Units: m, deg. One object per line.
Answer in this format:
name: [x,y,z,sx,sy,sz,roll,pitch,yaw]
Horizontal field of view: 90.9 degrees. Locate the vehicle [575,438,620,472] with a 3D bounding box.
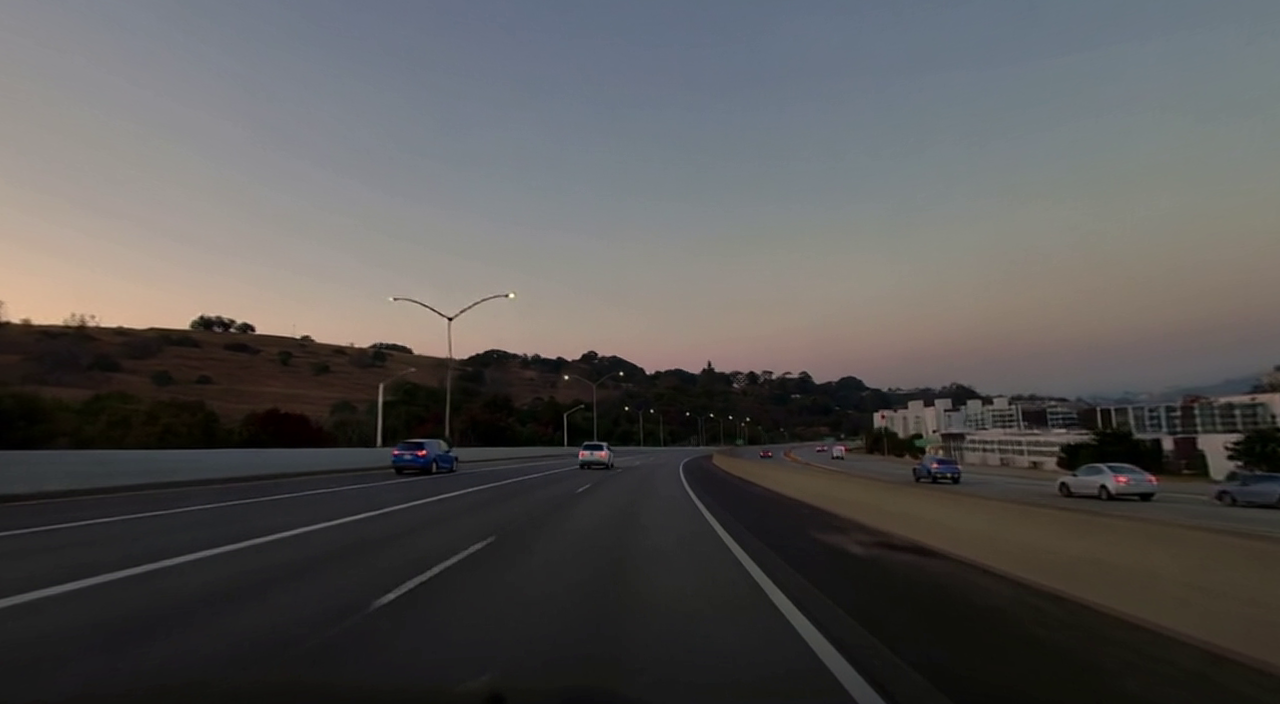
vehicle: [-2.377,5.866,36.083,2.028,1.782,4.150,-1,-8,4]

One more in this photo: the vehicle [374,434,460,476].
vehicle: [-10.058,4.701,28.910,2.039,1.746,4.528,-1,-8,4]

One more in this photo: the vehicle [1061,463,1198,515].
vehicle: [17.994,5.022,23.522,1.786,1.559,4.496,-1,-8,5]
